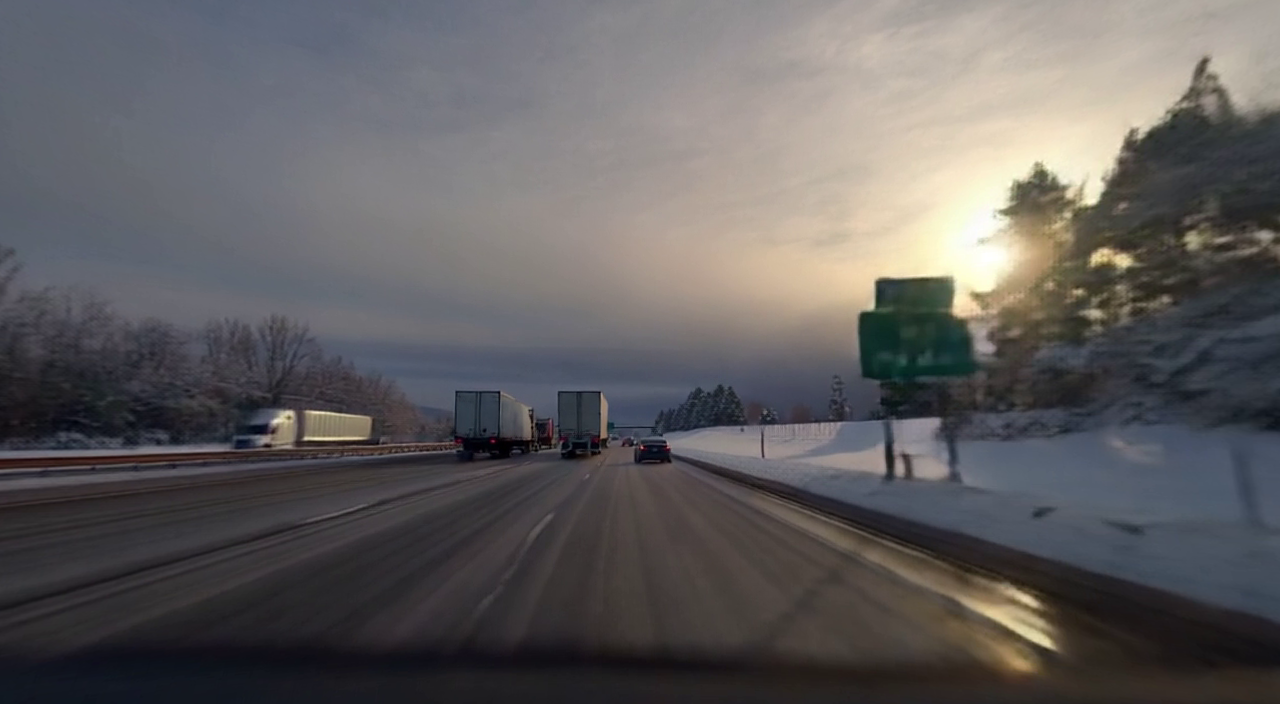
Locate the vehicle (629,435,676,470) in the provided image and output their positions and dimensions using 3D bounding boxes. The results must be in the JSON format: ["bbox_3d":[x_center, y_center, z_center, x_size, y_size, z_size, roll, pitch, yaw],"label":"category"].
[{"bbox_3d":[0.507,4.538,28.670,1.891,1.477,3.599,0,-8,-3],"label":"vehicle"}]

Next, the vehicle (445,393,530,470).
[{"bbox_3d":[-7.431,4.056,31.791,2.728,3.405,7.096,0,-8,-2],"label":"vehicle"}]

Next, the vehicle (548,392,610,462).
[{"bbox_3d":[-3.984,5.572,45.446,3.475,4.037,17.454,0,-8,-2],"label":"vehicle"}]
